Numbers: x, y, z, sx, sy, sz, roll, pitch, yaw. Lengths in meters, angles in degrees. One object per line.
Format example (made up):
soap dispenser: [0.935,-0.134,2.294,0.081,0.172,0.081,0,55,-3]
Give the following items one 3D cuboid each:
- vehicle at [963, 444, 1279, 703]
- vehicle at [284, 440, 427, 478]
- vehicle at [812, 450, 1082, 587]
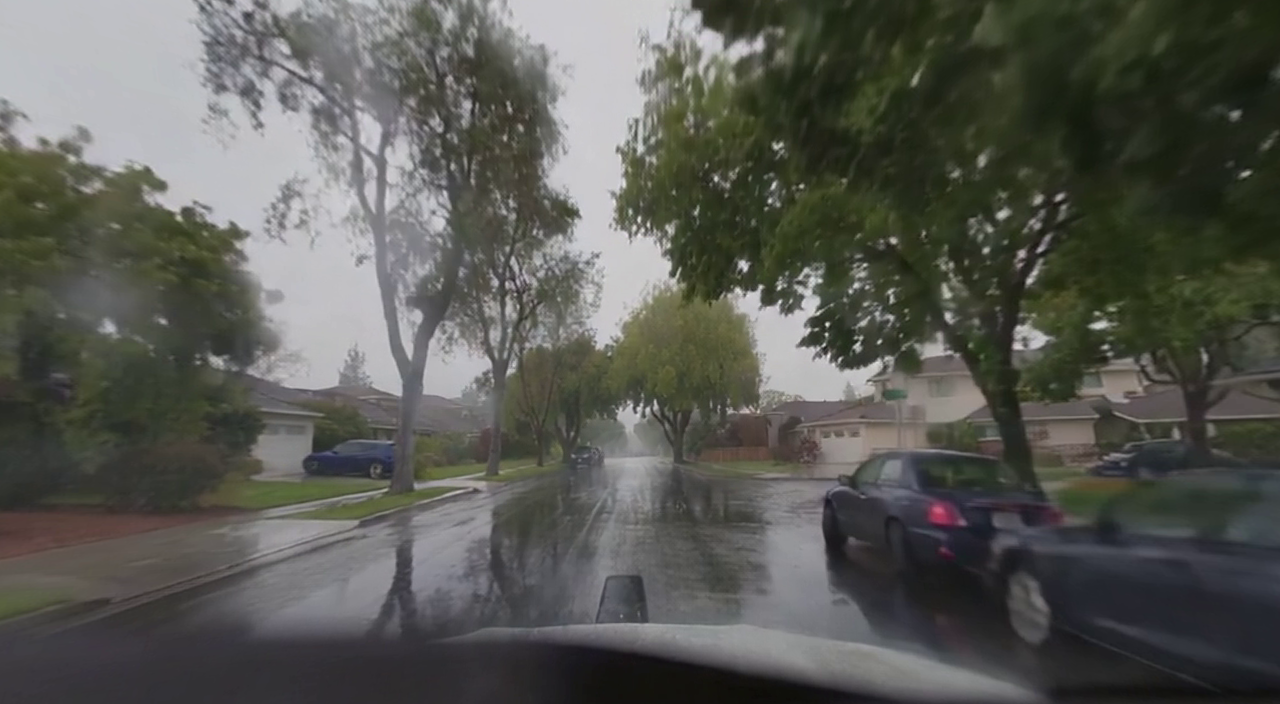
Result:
vehicle: [3.637,1.187,2.996,1.857,1.480,4.201,0,-9,-2]
vehicle: [-13.934,5.285,31.309,5.863,1.773,2.451,0,-9,-4]
vehicle: [3.867,2.114,8.839,1.849,1.470,3.807,0,-9,0]
